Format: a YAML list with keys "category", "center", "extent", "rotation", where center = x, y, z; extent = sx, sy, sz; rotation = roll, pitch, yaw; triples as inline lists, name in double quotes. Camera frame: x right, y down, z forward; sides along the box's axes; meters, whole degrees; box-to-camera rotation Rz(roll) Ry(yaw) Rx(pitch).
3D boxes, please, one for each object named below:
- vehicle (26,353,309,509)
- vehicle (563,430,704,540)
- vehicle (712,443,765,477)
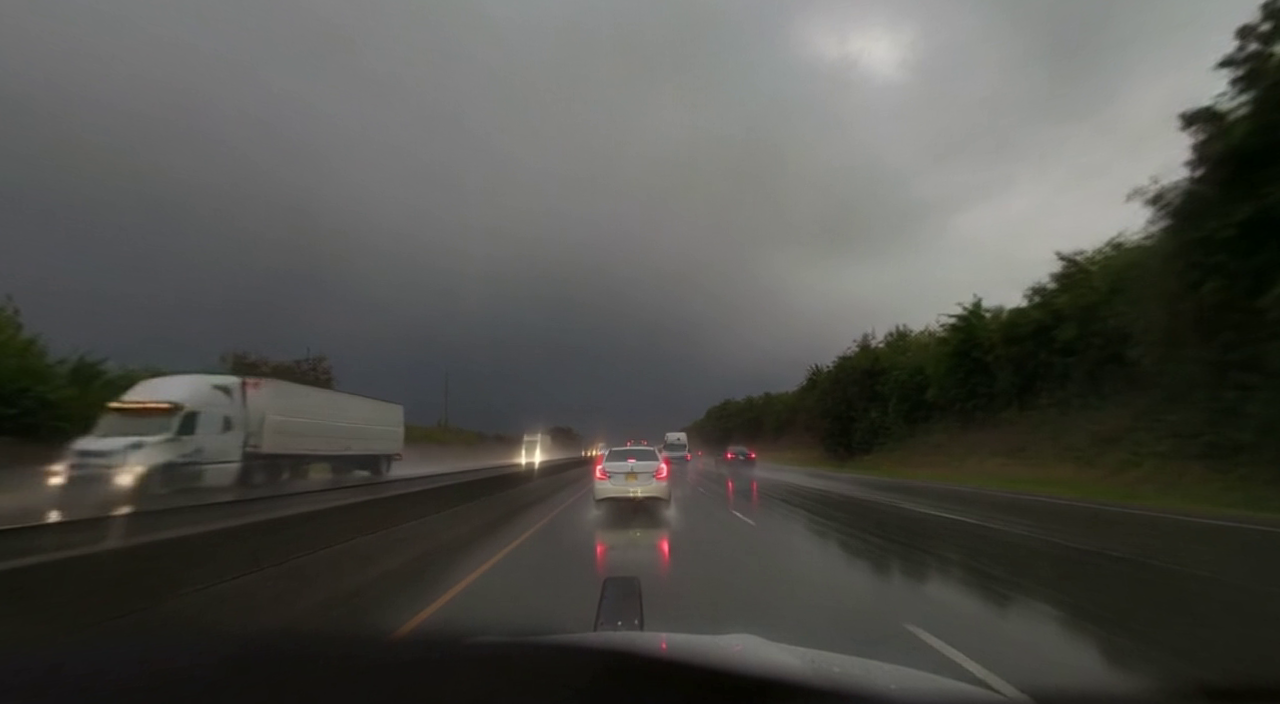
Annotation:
- category: "vehicle"
  center: [-13.612, 2.471, 19.204]
  extent: [3.152, 3.893, 6.812]
  rotation: [0, -9, 0]
- category: "vehicle"
  center: [-0.139, 2.255, 11.202]
  extent: [2.088, 1.580, 3.657]
  rotation: [0, -9, -1]
- category: "vehicle"
  center: [4.724, 5.233, 30.728]
  extent: [1.931, 1.516, 3.995]
  rotation: [0, -9, -1]
